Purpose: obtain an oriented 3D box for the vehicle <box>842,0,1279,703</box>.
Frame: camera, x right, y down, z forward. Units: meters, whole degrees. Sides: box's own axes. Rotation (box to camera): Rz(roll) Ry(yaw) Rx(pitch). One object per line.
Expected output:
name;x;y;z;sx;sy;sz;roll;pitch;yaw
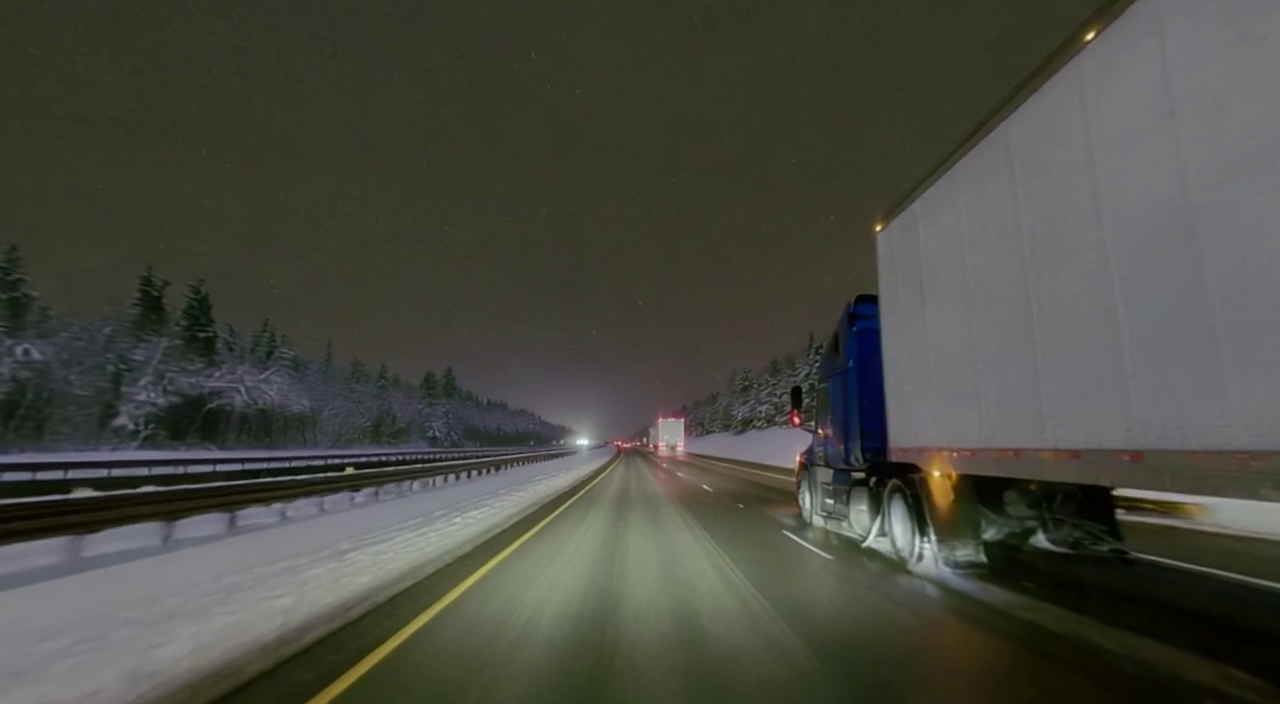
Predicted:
vehicle;4.396;-0.079;3.350;3.107;3.718;10.231;0;-9;-1
